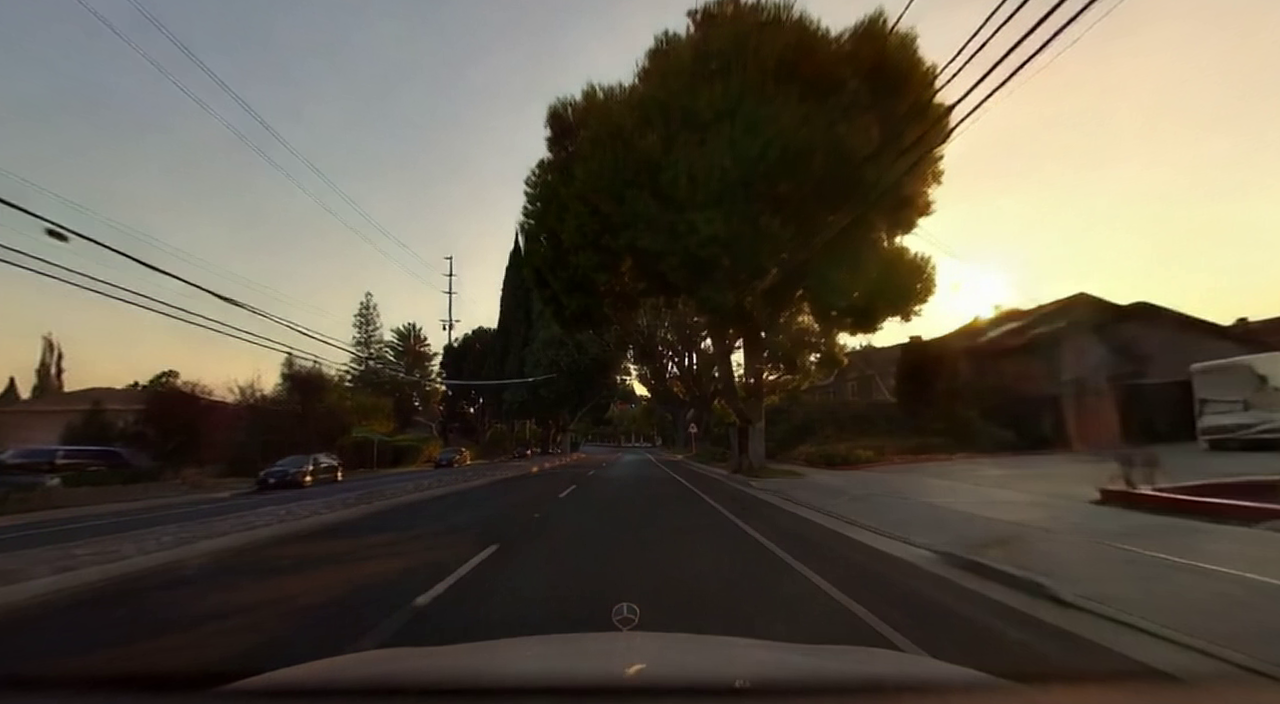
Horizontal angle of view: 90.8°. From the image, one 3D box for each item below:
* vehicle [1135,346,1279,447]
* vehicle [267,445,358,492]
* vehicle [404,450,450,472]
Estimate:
[{"bbox_3d":[23.994,1.907,25.499,2.696,3.581,5.969,-1,-7,-5],"label":"vehicle"},{"bbox_3d":[-16.059,5.671,31.324,2.071,1.883,4.915,-6,-8,-3],"label":"vehicle"},{"bbox_3d":[-16.173,8.278,48.178,2.031,1.482,4.476,-3,-9,0],"label":"vehicle"}]
